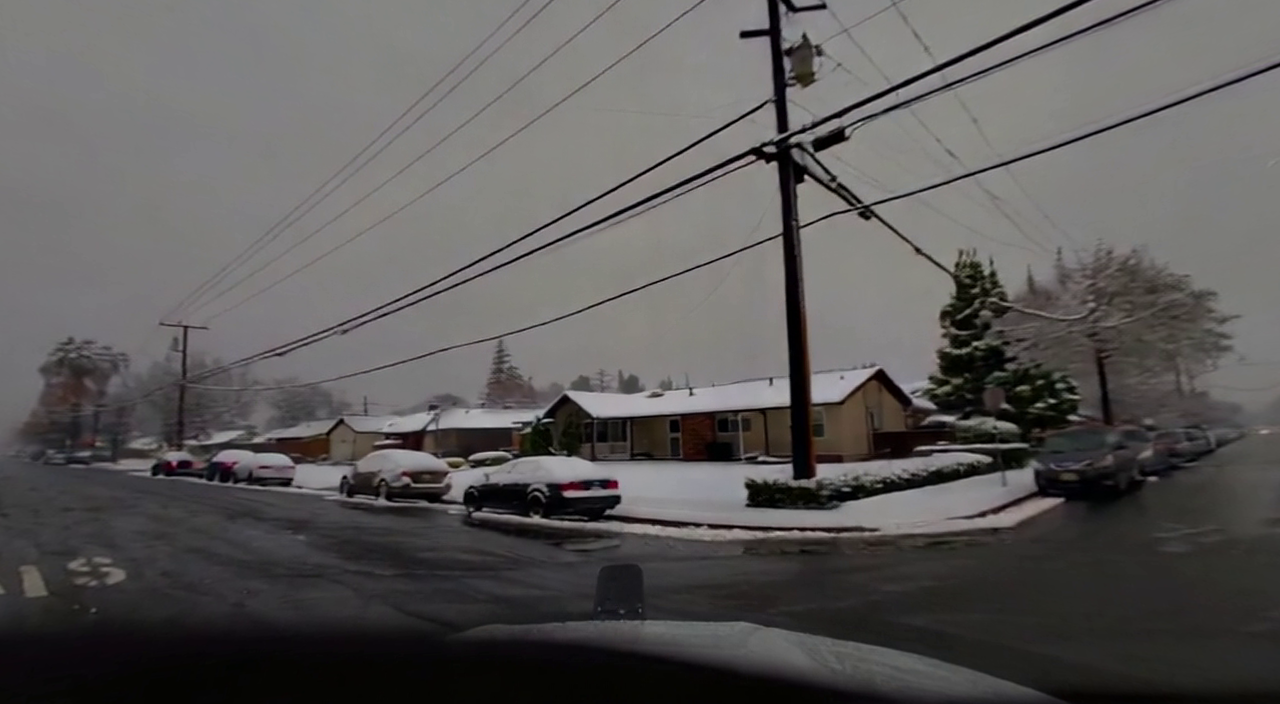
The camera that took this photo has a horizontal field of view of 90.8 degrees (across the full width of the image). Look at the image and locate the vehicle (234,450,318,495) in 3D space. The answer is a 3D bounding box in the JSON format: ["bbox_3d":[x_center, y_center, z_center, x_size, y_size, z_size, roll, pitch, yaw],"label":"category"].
[{"bbox_3d":[-15.369,4.998,26.559,1.894,1.675,4.294,8,-12,-44],"label":"vehicle"}]

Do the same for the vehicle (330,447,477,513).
[{"bbox_3d":[-6.810,3.533,17.982,4.471,1.623,1.943,-8,-11,41],"label":"vehicle"}]

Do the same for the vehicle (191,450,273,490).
[{"bbox_3d":[-19.725,5.613,30.436,4.633,1.761,1.922,-7,-11,40],"label":"vehicle"}]

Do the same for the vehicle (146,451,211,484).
[{"bbox_3d":[-27.958,6.906,38.188,4.871,1.826,2.115,-8,-11,42],"label":"vehicle"}]

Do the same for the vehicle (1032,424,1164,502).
[{"bbox_3d":[12.480,2.941,17.095,2.179,1.791,4.547,-8,-11,42],"label":"vehicle"}]

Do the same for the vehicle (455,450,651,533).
[{"bbox_3d":[-2.001,2.859,13.614,4.448,1.437,1.786,-8,-12,44],"label":"vehicle"}]
